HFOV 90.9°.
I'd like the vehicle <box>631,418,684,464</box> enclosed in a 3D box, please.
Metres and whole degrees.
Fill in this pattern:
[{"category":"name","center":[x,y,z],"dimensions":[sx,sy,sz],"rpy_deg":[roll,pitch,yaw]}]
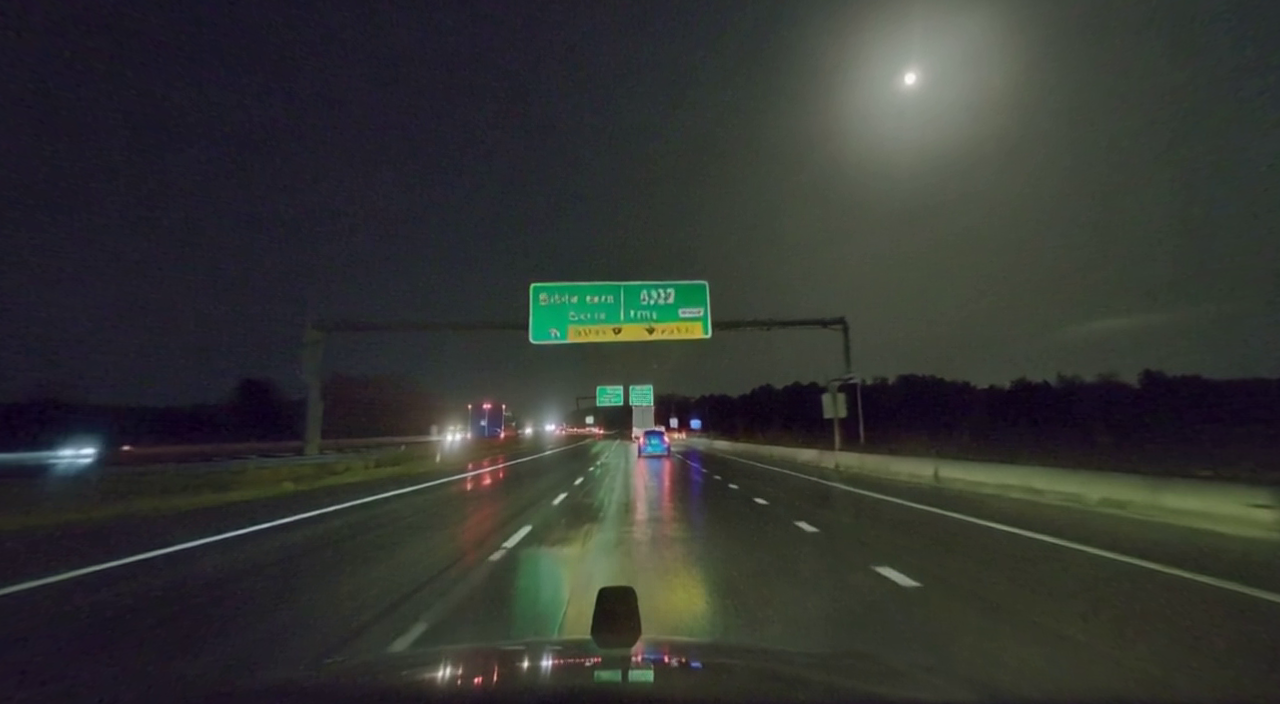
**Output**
[{"category":"vehicle","center":[0.701,4.044,28.712],"dimensions":[2.076,1.914,4.287],"rpy_deg":[0,-8,-3]}]
